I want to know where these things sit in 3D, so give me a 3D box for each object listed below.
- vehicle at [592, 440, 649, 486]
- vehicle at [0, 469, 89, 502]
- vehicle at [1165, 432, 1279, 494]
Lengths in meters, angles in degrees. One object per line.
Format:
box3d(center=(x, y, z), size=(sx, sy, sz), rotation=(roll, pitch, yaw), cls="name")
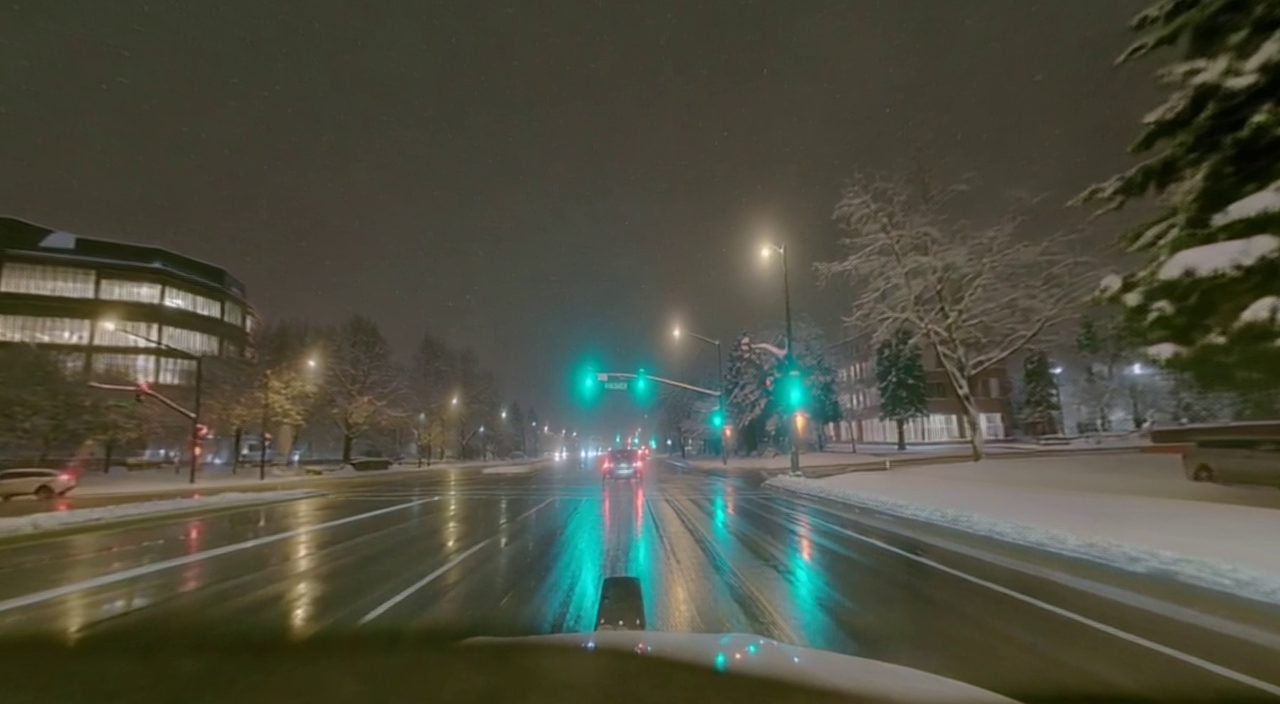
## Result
box3d(center=(-0.759, 4.492, 25.759), size=(2.130, 1.711, 4.038), rotation=(0, -9, -1), cls="vehicle")
box3d(center=(-34.967, 7.577, 36.074), size=(4.884, 1.736, 2.049), rotation=(0, -9, -2), cls="vehicle")
box3d(center=(16.550, 2.788, 16.199), size=(4.344, 1.451, 1.920), rotation=(-1, -9, 1), cls="vehicle")
